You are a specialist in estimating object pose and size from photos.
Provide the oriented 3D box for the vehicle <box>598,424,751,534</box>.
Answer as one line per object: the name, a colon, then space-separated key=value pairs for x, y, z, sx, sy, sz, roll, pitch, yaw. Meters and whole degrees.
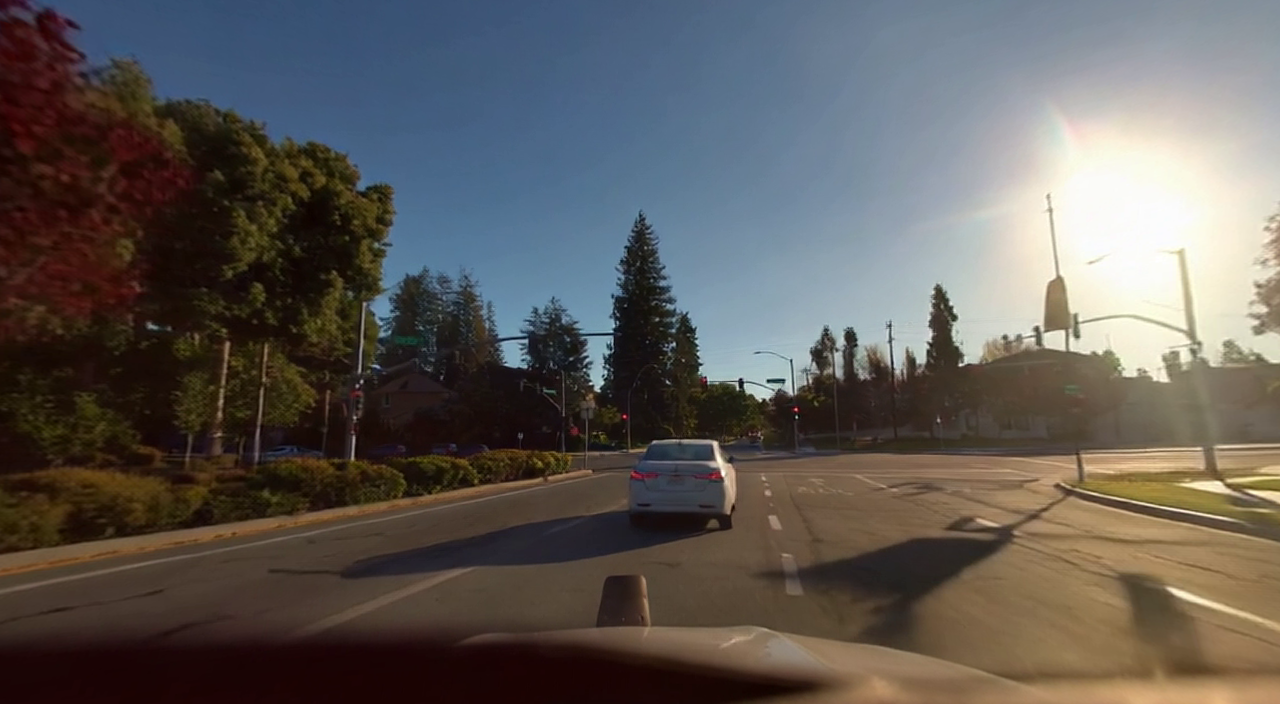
vehicle: x=0.898 y=2.227 z=11.684 sx=2.139 sy=1.564 sz=4.901 roll=-1 pitch=-9 yaw=11

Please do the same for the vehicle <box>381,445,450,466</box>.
vehicle: x=-16.866 y=7.743 z=47.097 sx=4.735 sy=1.472 sz=1.932 roll=-4 pitch=-9 yaw=23
